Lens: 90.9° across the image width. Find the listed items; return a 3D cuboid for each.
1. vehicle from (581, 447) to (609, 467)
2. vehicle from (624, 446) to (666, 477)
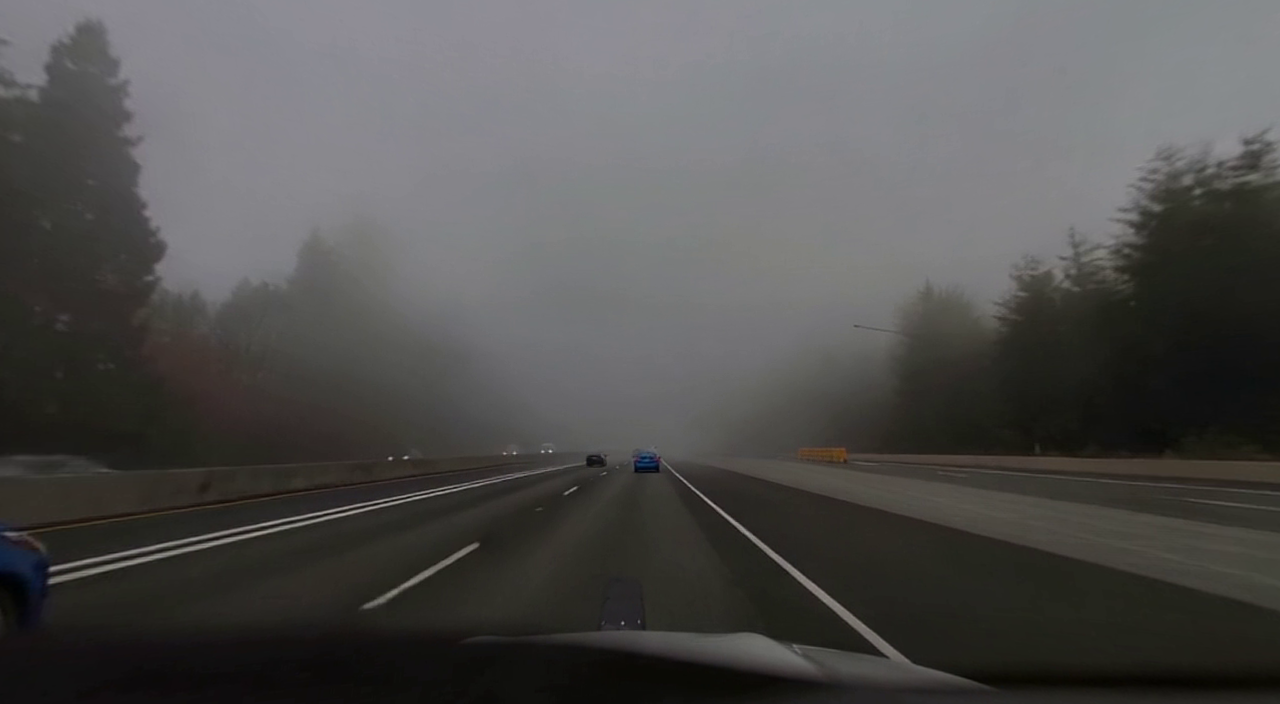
[{"bbox_3d":[-3.523,8.233,49.619,1.877,1.504,3.799,0,-9,1],"label":"vehicle"},{"bbox_3d":[0.237,5.517,32.043,2.002,1.449,3.612,0,-9,0],"label":"vehicle"}]
